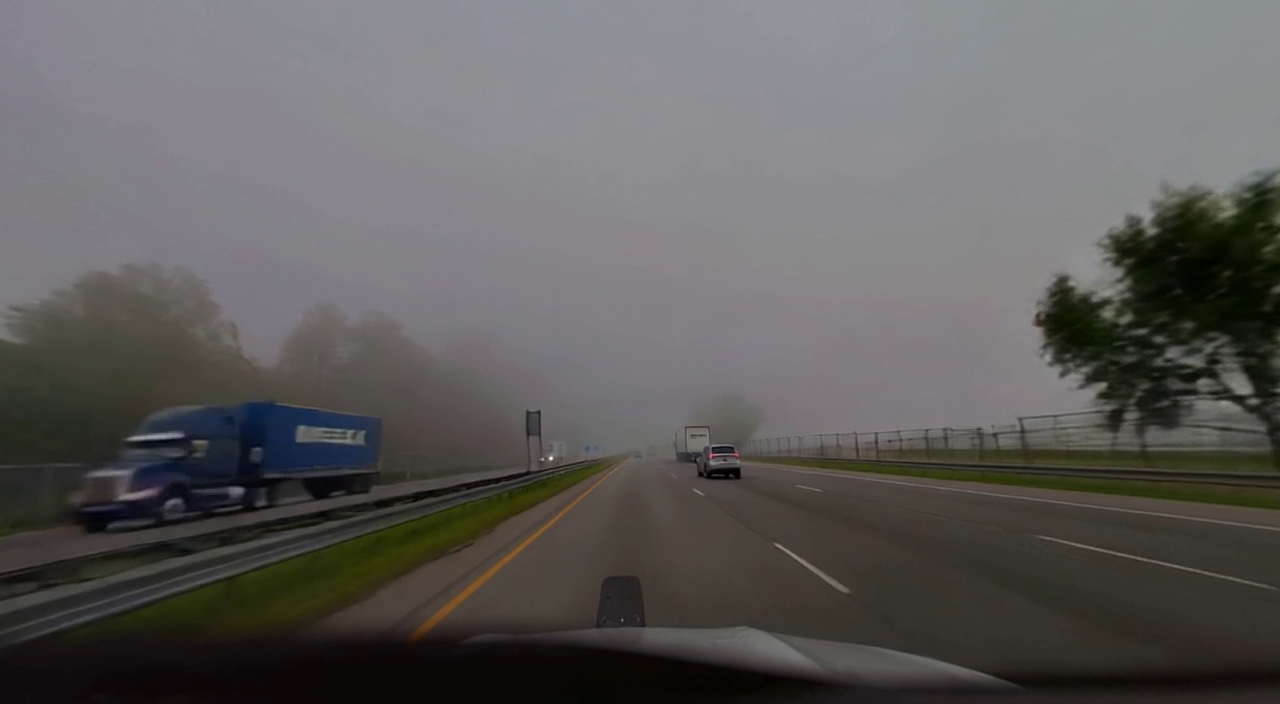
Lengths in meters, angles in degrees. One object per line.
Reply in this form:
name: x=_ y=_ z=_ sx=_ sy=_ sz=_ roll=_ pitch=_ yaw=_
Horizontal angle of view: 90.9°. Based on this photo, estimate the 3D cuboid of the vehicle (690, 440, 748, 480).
vehicle: x=3.597 y=5.038 z=29.564 sx=2.093 sy=1.742 sz=4.167 roll=0 pitch=-9 yaw=-1

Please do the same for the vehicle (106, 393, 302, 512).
vehicle: x=-15.890 y=3.754 z=23.691 sx=3.003 sy=3.859 sz=5.899 roll=0 pitch=-9 yaw=-1
